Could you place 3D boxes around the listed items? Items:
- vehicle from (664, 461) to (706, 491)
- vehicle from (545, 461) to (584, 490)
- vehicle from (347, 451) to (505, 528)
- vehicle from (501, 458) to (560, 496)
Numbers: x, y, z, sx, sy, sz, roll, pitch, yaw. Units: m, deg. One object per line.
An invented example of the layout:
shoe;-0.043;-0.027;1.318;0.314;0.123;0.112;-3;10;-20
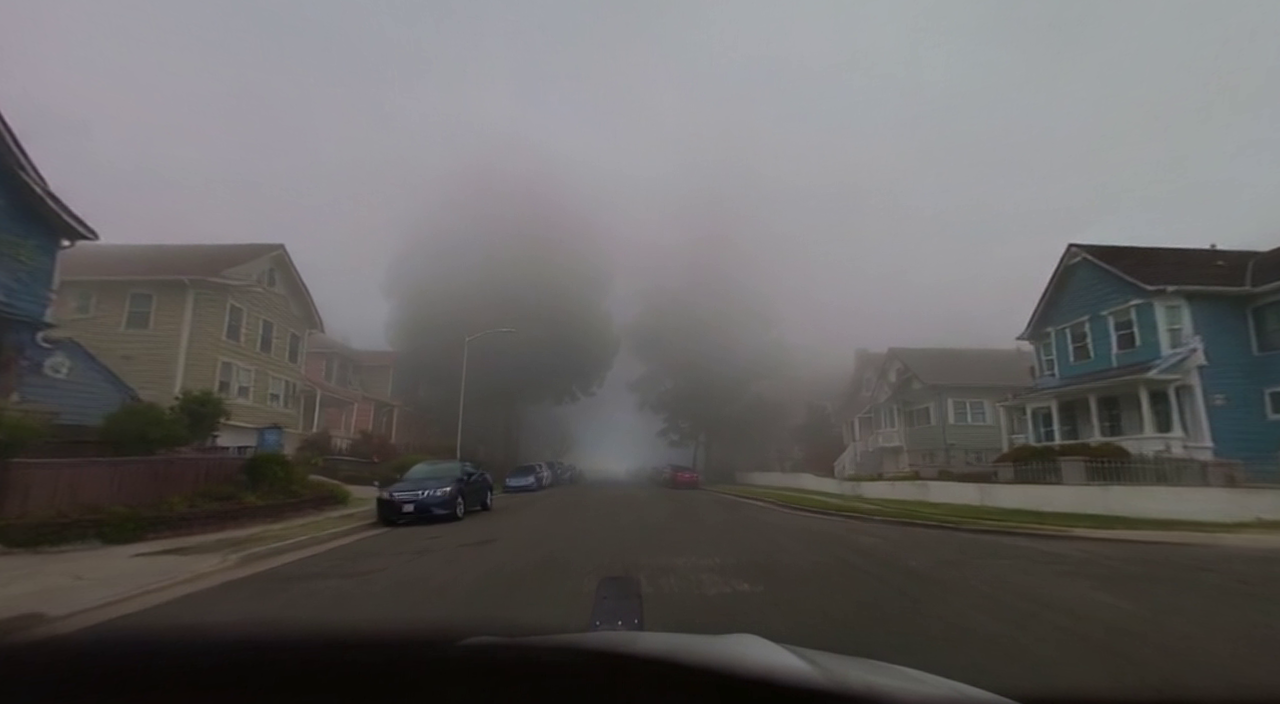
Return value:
vehicle;2.502;7.026;35.845;1.888;1.484;4.476;0;-9;-2
vehicle;-4.850;7.974;40.939;2.089;1.508;4.537;2;-7;-2
vehicle;-4.665;3.086;14.633;2.080;1.471;4.638;1;-10;-1
vehicle;-4.971;5.728;29.278;2.020;1.470;5.300;0;-9;-3
